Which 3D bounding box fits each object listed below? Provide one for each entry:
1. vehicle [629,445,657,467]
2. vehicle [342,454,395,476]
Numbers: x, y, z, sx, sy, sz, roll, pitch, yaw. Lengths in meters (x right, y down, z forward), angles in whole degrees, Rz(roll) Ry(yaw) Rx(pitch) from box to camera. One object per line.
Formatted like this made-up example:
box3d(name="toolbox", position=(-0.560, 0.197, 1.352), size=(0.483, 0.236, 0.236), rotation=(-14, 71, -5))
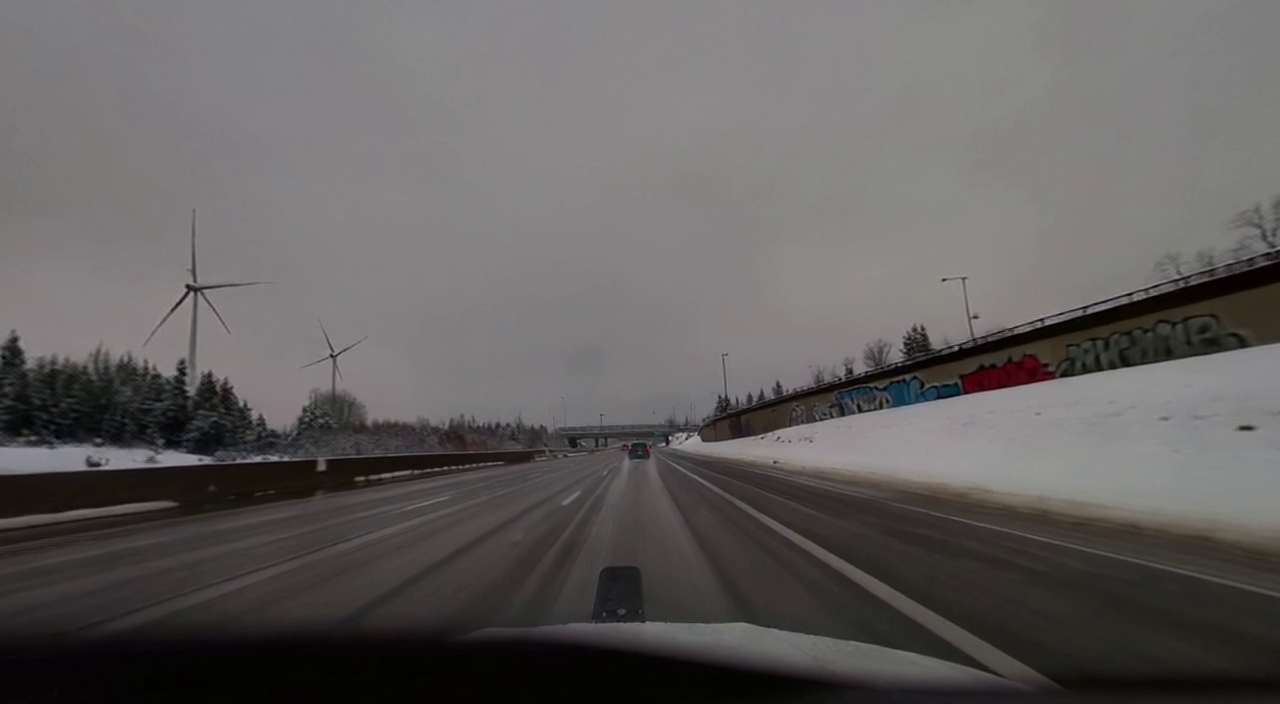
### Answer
box3d(name="vehicle", position=(0.181, 7.250, 44.117), size=(1.870, 1.481, 4.234), rotation=(0, -9, 0))
box3d(name="vehicle", position=(-19.068, 7.974, 44.538), size=(1.783, 1.432, 4.354), rotation=(0, -9, 1))
